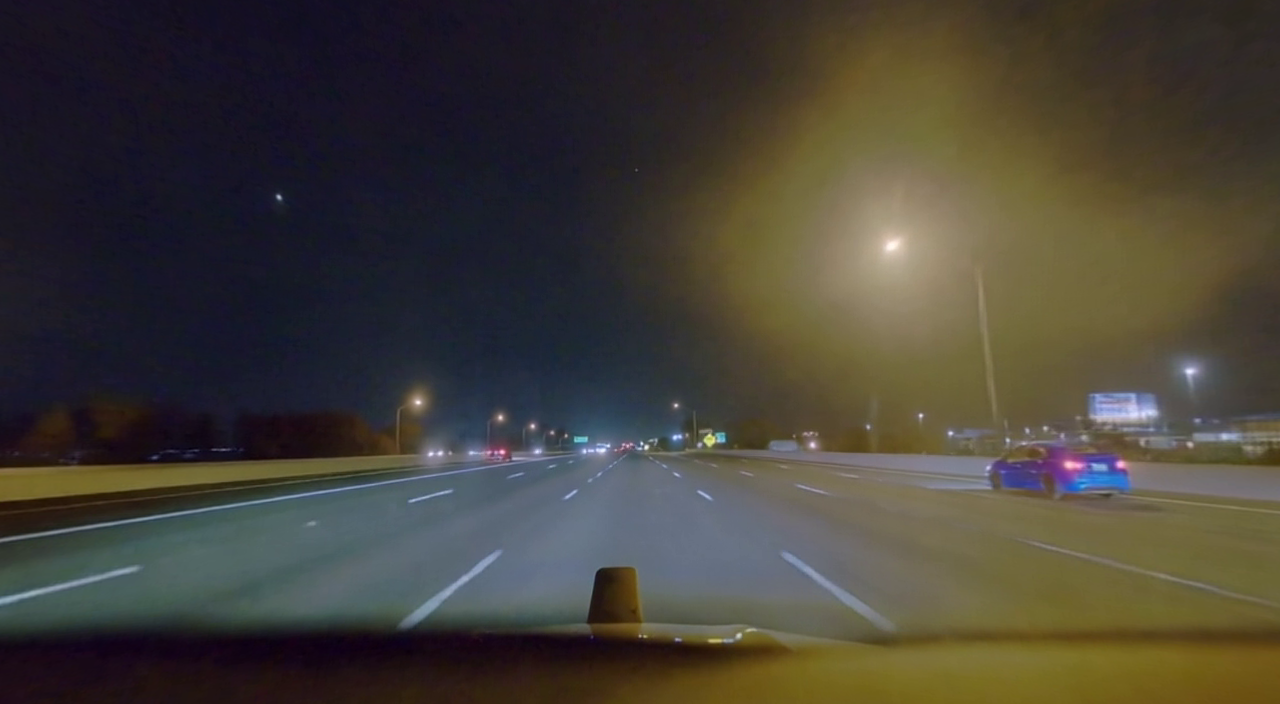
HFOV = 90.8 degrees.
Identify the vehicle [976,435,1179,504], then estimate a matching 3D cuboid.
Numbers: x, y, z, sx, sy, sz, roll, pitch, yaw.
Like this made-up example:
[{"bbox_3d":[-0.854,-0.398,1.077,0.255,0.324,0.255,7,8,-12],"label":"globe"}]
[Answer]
[{"bbox_3d":[10.958,2.954,16.362,1.985,1.493,4.486,0,-8,-1],"label":"vehicle"}]
